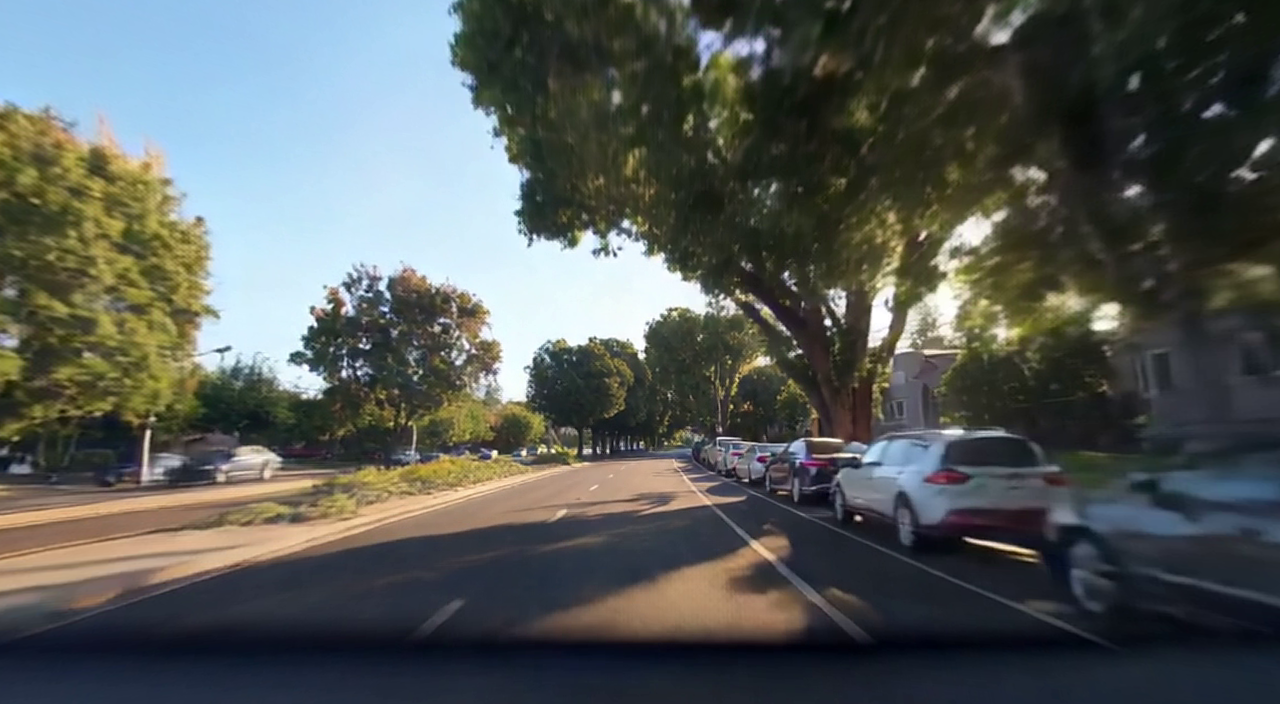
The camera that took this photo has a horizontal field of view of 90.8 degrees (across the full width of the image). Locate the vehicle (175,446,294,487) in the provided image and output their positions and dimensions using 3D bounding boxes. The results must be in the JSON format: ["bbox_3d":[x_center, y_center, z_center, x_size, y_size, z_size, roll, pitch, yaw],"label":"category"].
[{"bbox_3d":[-16.398,4.618,25.859,1.973,1.522,4.188,0,-9,2],"label":"vehicle"}]

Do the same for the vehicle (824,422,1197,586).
[{"bbox_3d":[4.199,1.796,8.403,2.023,1.529,4.771,0,-9,-1],"label":"vehicle"}]

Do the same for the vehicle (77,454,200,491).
[{"bbox_3d":[-23.348,5.589,29.695,1.931,1.500,4.688,0,-9,0],"label":"vehicle"}]

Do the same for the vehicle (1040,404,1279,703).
[{"bbox_3d":[4.216,0.979,2.838,1.899,1.529,4.406,0,-9,-1],"label":"vehicle"}]
